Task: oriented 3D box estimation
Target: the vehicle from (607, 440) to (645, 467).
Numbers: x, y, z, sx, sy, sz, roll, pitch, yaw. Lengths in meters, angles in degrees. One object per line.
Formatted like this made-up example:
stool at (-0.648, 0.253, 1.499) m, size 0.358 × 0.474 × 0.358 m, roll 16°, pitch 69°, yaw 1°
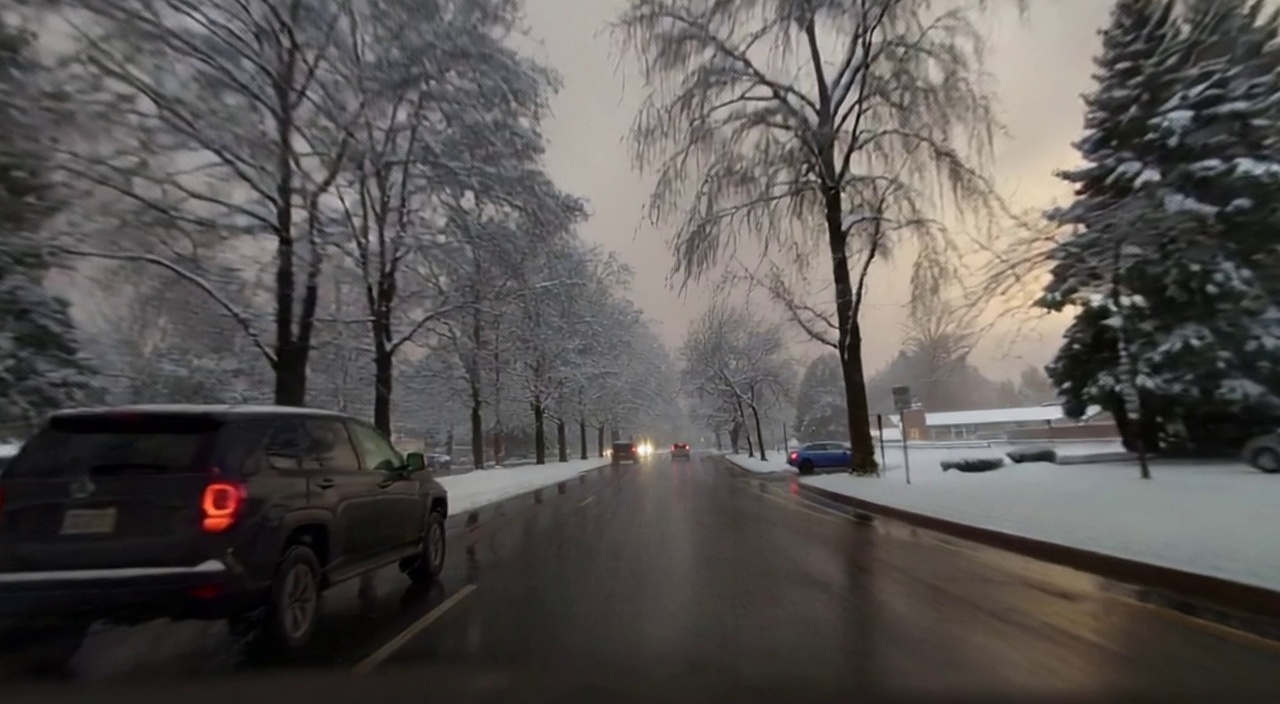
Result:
vehicle at (-0.940, 7.232, 45.190) m, size 2.255 × 1.806 × 4.710 m, roll -1°, pitch -9°, yaw 5°

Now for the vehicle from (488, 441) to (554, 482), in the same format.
vehicle at (-5.389, 5.016, 29.126) m, size 1.985 × 1.708 × 4.310 m, roll -1°, pitch -9°, yaw 4°

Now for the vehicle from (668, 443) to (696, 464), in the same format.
vehicle at (3.308, 8.008, 49.819) m, size 2.088 × 1.597 × 4.309 m, roll -1°, pitch -9°, yaw 3°

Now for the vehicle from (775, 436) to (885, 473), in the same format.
vehicle at (8.936, 4.901, 30.126) m, size 4.824 × 1.646 × 2.077 m, roll -2°, pitch -9°, yaw 12°

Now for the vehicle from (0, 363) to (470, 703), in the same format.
vehicle at (-3.139, 1.258, 5.414) m, size 2.123 × 1.761 × 4.322 m, roll 0°, pitch -9°, yaw 0°
